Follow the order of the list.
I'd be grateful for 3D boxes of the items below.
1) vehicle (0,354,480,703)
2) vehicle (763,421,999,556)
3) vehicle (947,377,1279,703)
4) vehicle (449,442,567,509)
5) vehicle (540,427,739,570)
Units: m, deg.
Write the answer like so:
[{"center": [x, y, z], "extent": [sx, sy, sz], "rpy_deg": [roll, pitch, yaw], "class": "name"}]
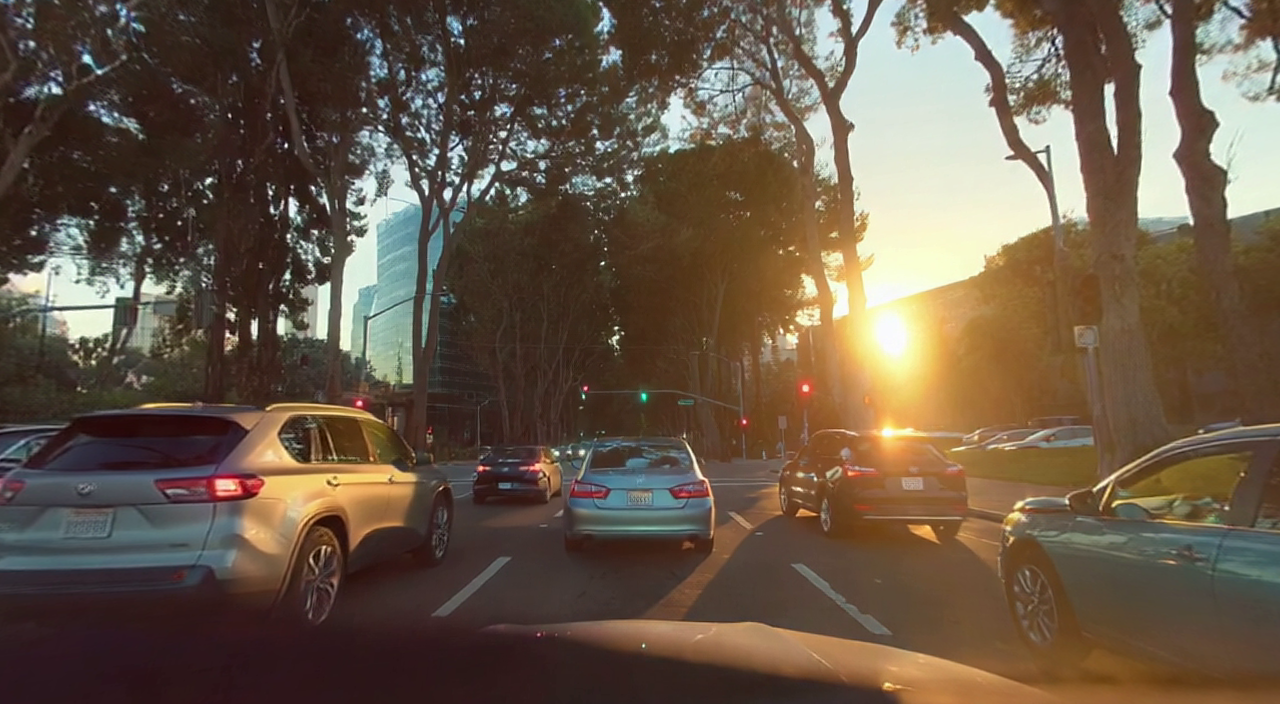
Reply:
[{"center": [-3.131, 1.226, 5.467], "extent": [2.168, 1.750, 4.625], "rpy_deg": [-1, -8, 1], "class": "vehicle"}, {"center": [3.427, 2.021, 10.084], "extent": [2.040, 1.647, 4.379], "rpy_deg": [0, -8, 0], "class": "vehicle"}, {"center": [3.321, 0.963, 2.827], "extent": [1.899, 1.588, 3.888], "rpy_deg": [0, -8, 0], "class": "vehicle"}, {"center": [-3.064, 2.963, 15.636], "extent": [1.975, 1.420, 4.196], "rpy_deg": [0, -8, 1], "class": "vehicle"}, {"center": [-0.022, 1.881, 8.854], "extent": [2.147, 1.507, 3.953], "rpy_deg": [0, -8, -1], "class": "vehicle"}]
